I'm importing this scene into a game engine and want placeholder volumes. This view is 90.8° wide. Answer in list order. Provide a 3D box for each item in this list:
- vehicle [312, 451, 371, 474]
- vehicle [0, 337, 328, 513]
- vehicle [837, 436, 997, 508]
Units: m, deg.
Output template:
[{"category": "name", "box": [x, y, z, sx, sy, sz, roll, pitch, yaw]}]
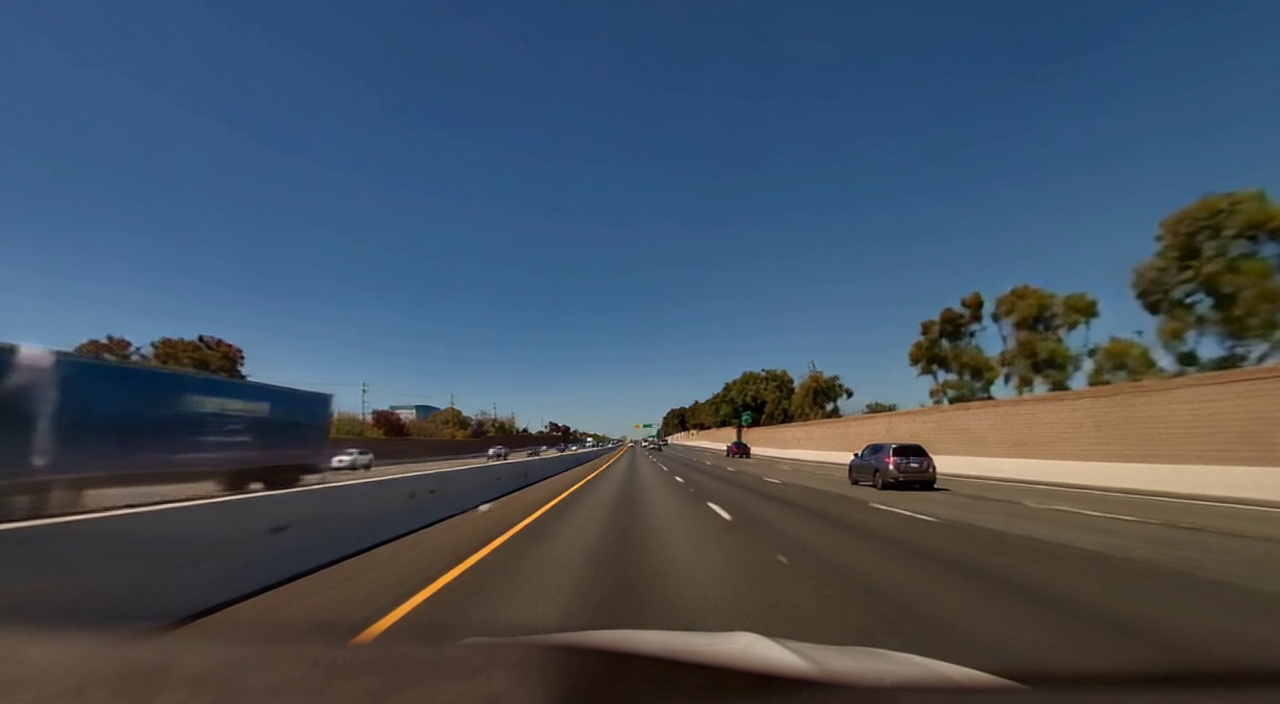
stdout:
[{"category": "vehicle", "box": [-21.467, 7.930, 45.702, 1.893, 1.523, 4.814, 0, -8, 0]}, {"category": "vehicle", "box": [-17.436, 2.872, 22.625, 3.189, 4.305, 18.790, 0, -9, 0]}, {"category": "vehicle", "box": [6.831, 2.992, 16.271, 1.901, 1.548, 4.684, 0, -9, -1]}]
